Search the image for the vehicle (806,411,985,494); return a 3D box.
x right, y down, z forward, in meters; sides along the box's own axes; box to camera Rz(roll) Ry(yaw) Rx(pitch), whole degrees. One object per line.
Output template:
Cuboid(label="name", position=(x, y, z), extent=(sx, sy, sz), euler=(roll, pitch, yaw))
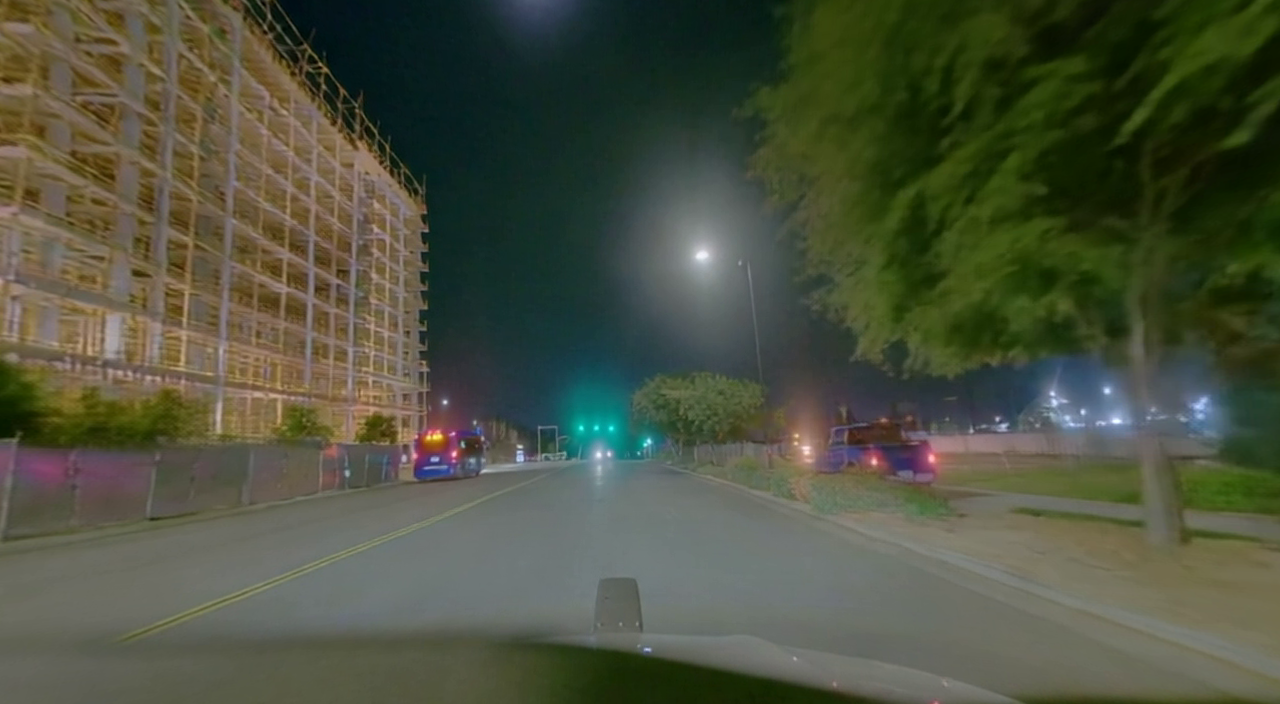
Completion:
Cuboid(label="vehicle", position=(6.733, 2.840, 17.671), extent=(2.267, 1.911, 5.816), euler=(1, -10, -4))

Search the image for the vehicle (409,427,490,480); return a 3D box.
Cuboid(label="vehicle", position=(-11.082, 6.019, 37.448), extent=(2.979, 2.803, 5.962), euler=(-1, -9, 0))
